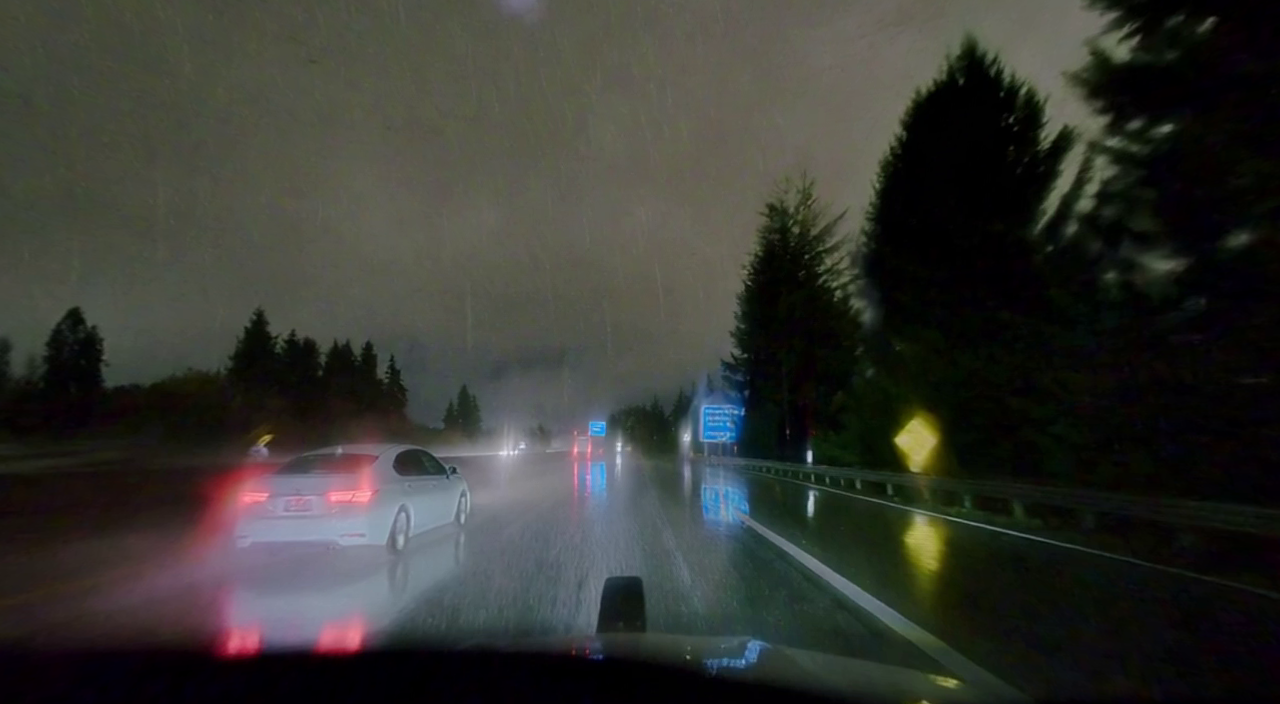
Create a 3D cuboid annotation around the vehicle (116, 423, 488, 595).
[{"bbox_3d":[-3.754,1.851,8.430,2.184,1.574,5.004,0,-9,0],"label":"vehicle"}]
